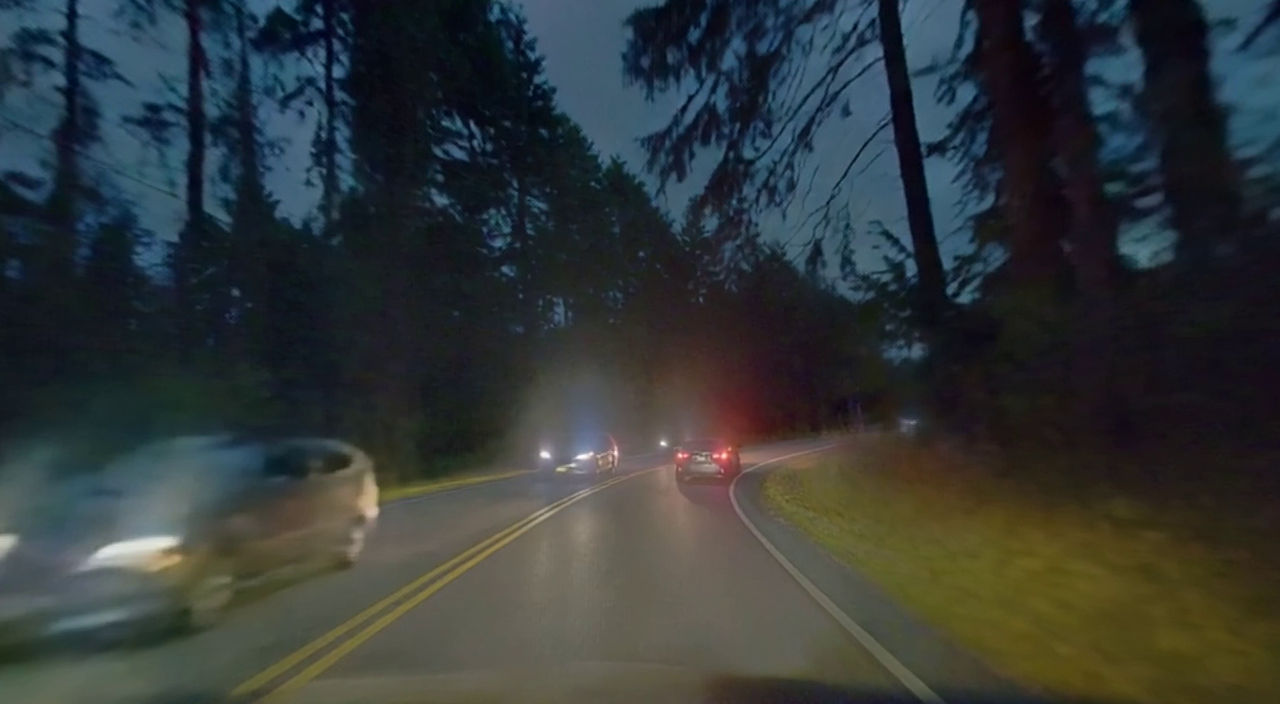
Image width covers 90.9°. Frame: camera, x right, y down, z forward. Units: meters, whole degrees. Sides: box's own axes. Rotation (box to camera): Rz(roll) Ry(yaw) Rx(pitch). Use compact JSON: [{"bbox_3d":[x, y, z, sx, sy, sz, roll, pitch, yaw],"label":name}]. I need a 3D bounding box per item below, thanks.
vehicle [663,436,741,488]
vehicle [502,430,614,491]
[{"bbox_3d":[2.224,3.674,21.509,2.274,1.583,4.349,-1,-8,10],"label":"vehicle"},{"bbox_3d":[-2.522,3.479,20.674,2.347,1.757,4.359,-2,-8,11],"label":"vehicle"}]
